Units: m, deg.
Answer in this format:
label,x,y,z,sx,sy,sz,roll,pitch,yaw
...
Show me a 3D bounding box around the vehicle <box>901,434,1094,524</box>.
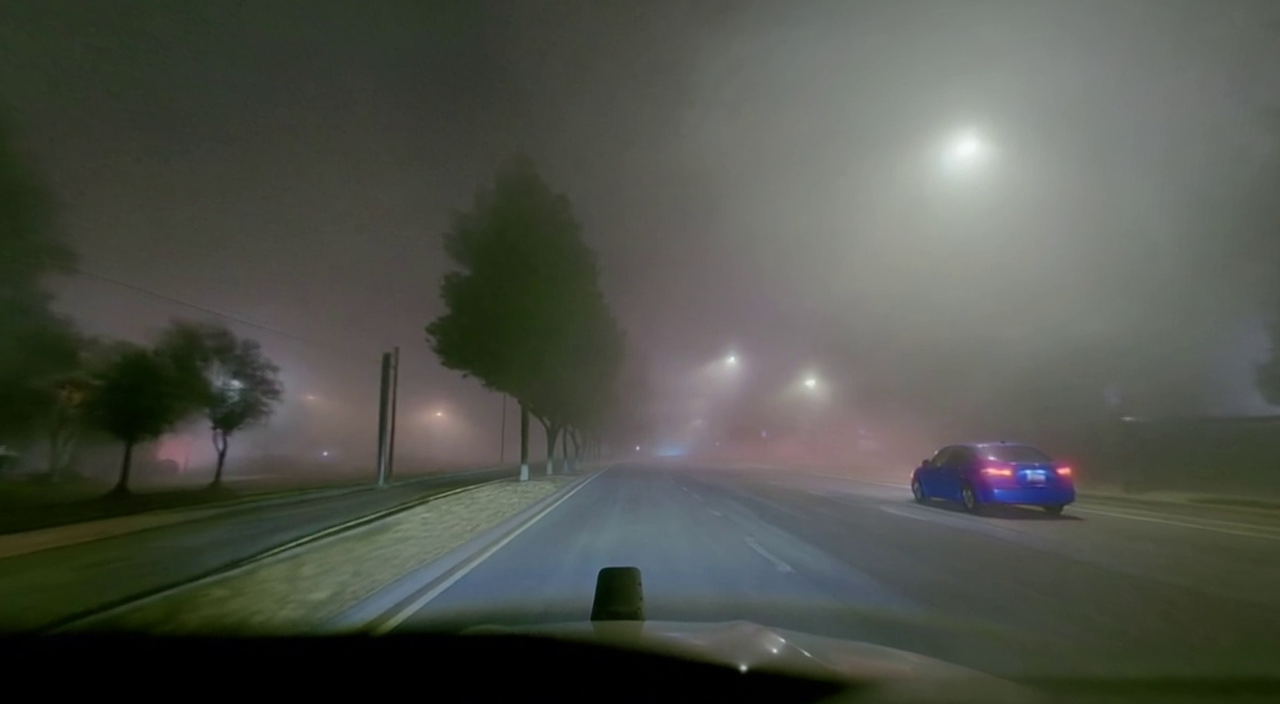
label,x,y,z,sx,sy,sz,roll,pitch,yaw
vehicle,6.917,2.451,12.707,1.797,1.518,3.433,0,-8,-1
